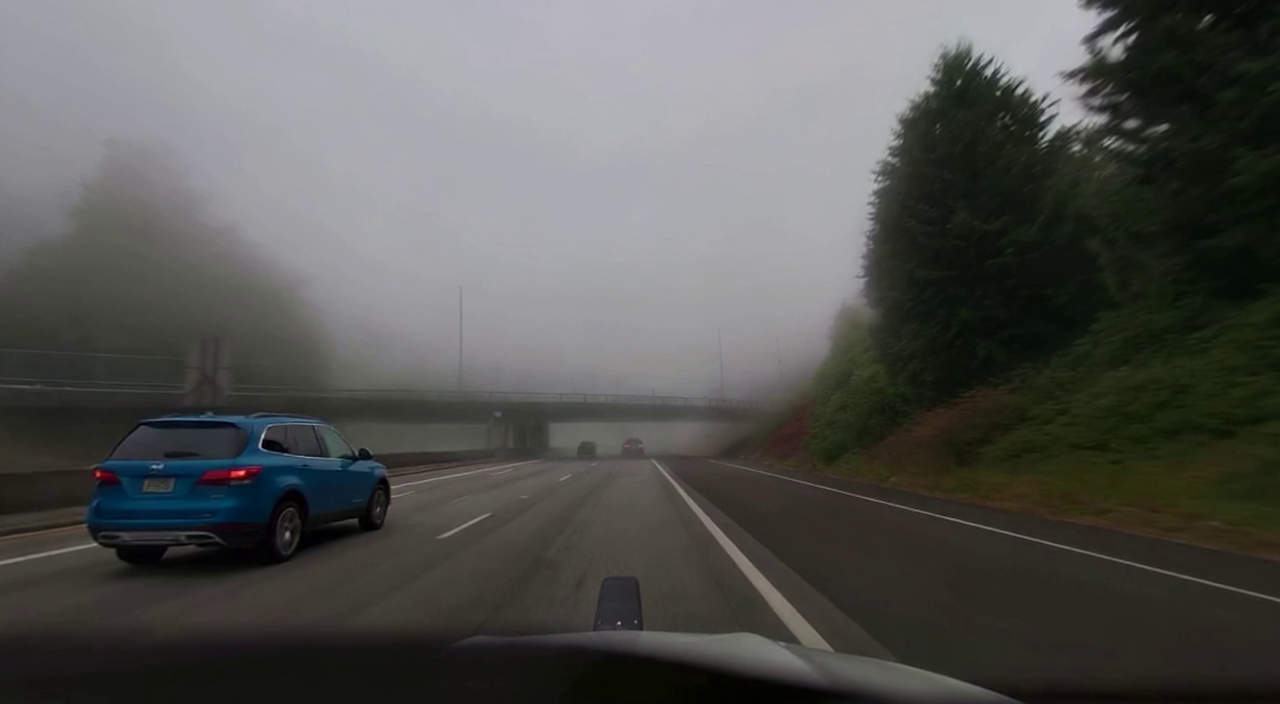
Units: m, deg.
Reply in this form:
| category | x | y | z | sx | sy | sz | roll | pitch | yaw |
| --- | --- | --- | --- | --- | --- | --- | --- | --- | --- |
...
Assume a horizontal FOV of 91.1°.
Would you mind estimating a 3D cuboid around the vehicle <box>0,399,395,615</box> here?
| category | x | y | z | sx | sy | sz | roll | pitch | yaw |
| --- | --- | --- | --- | --- | --- | --- | --- | --- | --- |
| vehicle | -4.706 | 1.511 | 7.112 | 2.125 | 1.662 | 4.336 | 0 | -8 | 0 |
